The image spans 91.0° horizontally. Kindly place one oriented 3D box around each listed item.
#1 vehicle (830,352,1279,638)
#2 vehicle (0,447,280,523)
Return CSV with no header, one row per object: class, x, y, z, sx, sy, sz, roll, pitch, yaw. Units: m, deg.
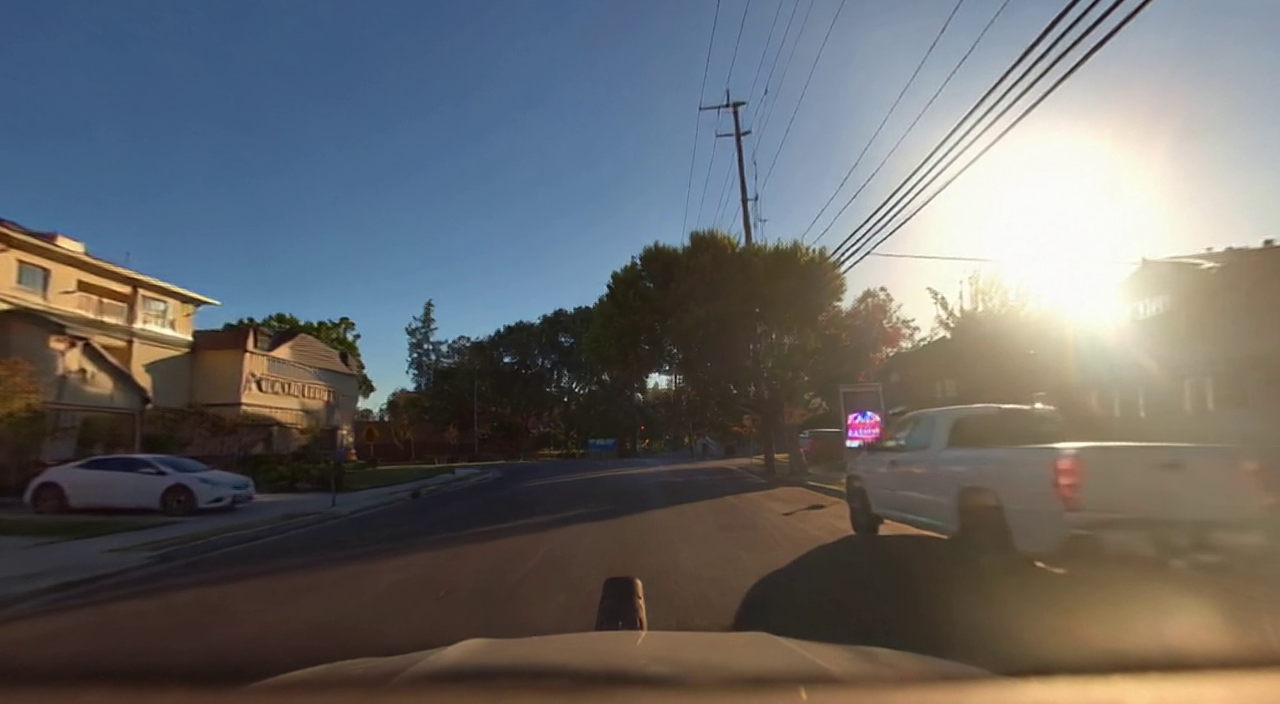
vehicle,4.010,1.335,6.904,2.205,1.923,5.178,0,-8,0
vehicle,-11.094,2.910,14.092,4.813,1.503,1.923,0,-9,-5
